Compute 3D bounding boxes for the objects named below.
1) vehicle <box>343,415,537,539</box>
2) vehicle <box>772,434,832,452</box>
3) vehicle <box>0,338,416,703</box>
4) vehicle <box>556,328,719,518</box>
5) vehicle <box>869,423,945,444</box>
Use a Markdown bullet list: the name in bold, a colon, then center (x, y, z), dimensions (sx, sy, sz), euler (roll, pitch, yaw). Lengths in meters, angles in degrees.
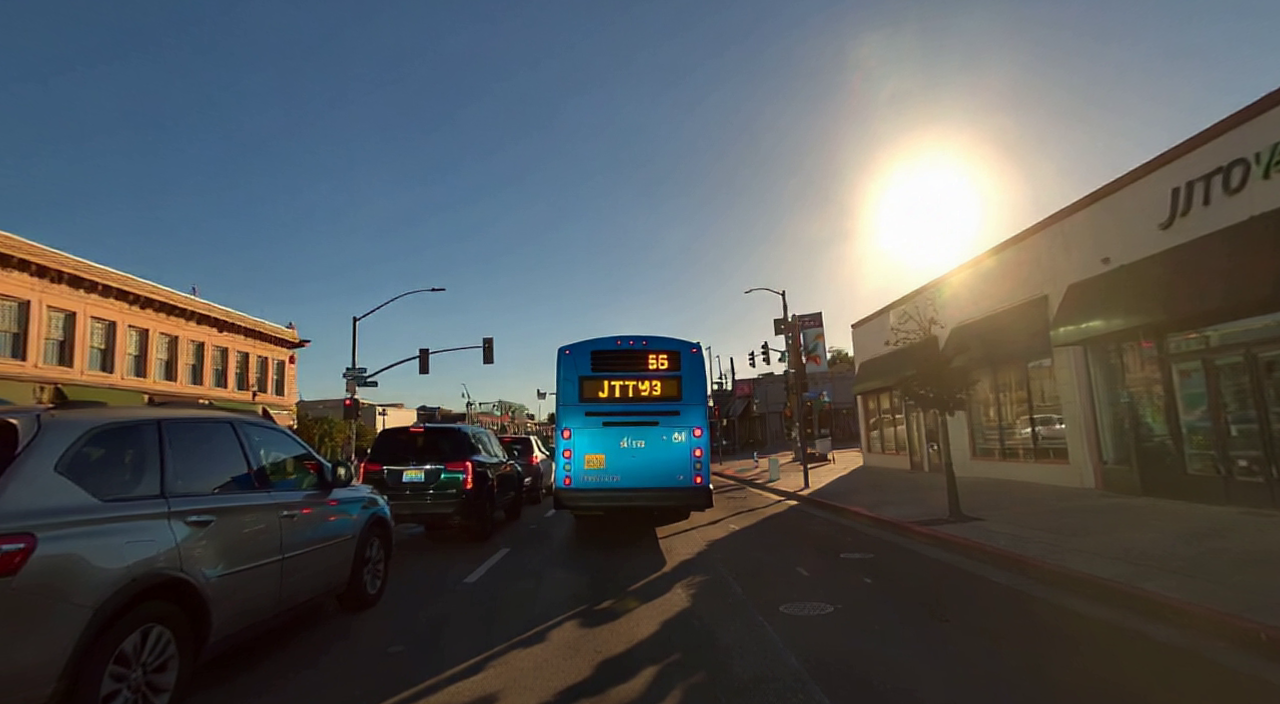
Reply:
- **vehicle**: center (-3.351, 2.200, 11.775), dimensions (2.096, 1.828, 4.669), euler (0, -8, 0)
- **vehicle**: center (11.924, 6.737, 46.649), dimensions (3.949, 1.337, 1.738), euler (0, -9, -2)
- **vehicle**: center (-3.217, 1.093, 3.965), dimensions (2.020, 1.725, 4.384), euler (0, -8, 0)
- **vehicle**: center (-0.303, 2.003, 16.544), dimensions (2.938, 3.468, 9.972), euler (0, -8, -3)
- **vehicle**: center (19.910, 6.106, 47.202), dimensions (4.827, 1.555, 1.863), euler (1, -9, -6)
